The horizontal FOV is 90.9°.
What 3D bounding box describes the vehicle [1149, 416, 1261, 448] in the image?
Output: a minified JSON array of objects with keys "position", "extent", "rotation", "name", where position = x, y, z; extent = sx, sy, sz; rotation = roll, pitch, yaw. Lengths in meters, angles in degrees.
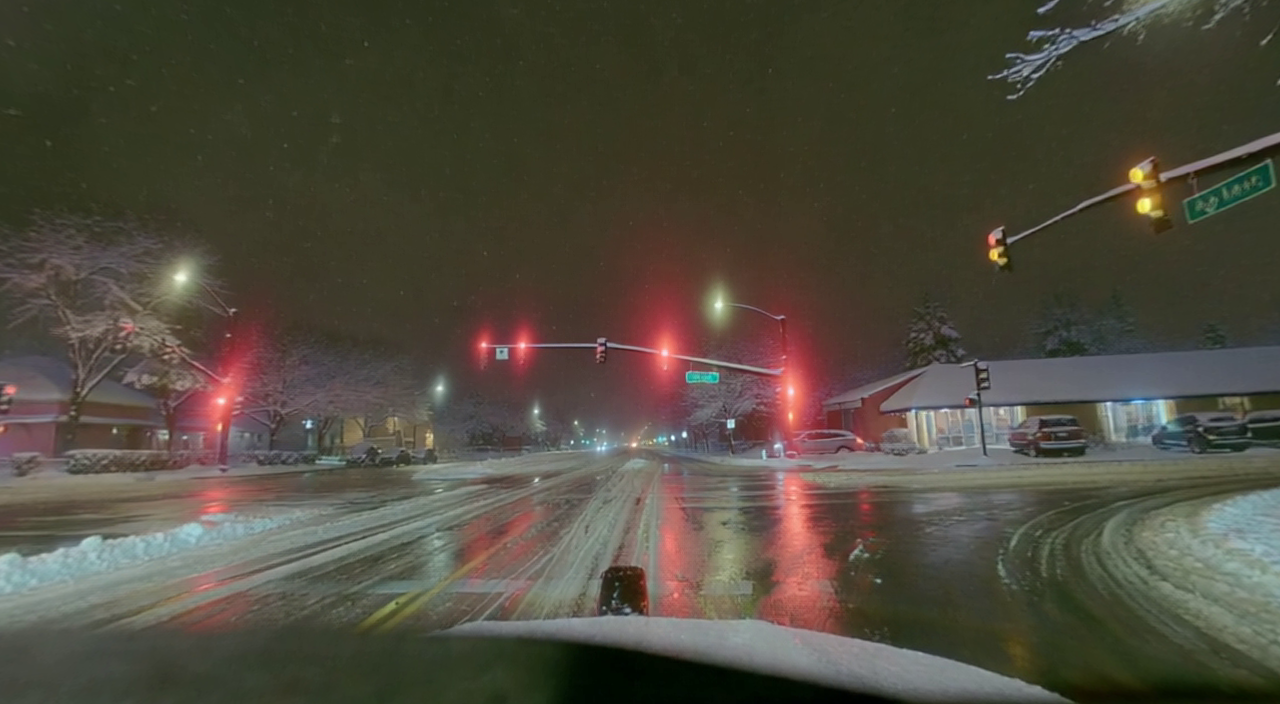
[{"position":[28.257,4.073,31.723],"extent":[1.799,1.459,4.266],"rotation":[0,-8,3],"name":"vehicle"}]
